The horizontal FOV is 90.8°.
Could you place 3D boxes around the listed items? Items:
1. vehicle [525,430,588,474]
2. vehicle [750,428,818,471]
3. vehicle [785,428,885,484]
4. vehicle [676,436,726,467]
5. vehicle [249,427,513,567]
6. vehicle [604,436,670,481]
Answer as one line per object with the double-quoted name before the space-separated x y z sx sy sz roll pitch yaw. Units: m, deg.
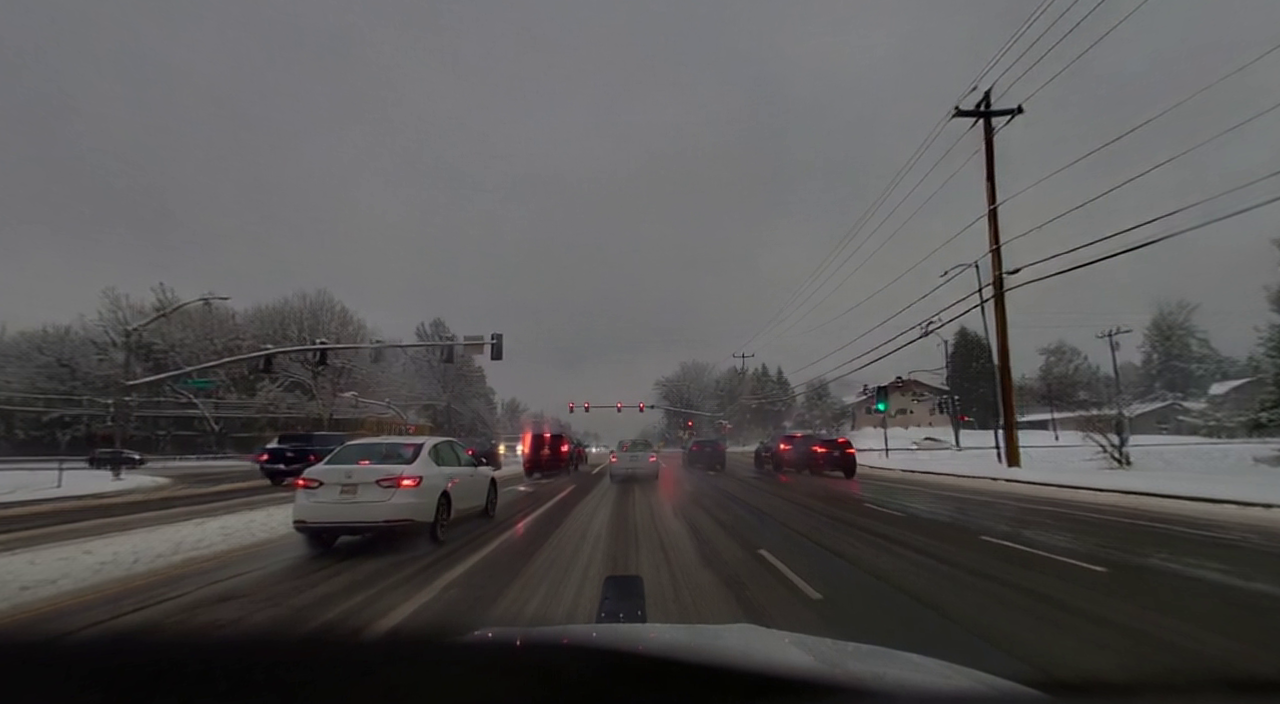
"vehicle" -3.417 4.195 26.646 2.033 1.714 4.278 0 -8 0
"vehicle" 7.226 4.974 32.426 2.156 1.982 5.358 0 -8 -1
"vehicle" 6.459 3.496 21.470 1.945 1.706 4.190 0 -8 -2
"vehicle" 3.094 5.158 32.910 1.987 1.515 4.521 0 -8 -2
"vehicle" -3.191 1.864 8.909 1.837 1.463 4.311 0 -8 1
"vehicle" -0.130 3.686 22.160 2.098 1.431 3.958 0 -8 -1
